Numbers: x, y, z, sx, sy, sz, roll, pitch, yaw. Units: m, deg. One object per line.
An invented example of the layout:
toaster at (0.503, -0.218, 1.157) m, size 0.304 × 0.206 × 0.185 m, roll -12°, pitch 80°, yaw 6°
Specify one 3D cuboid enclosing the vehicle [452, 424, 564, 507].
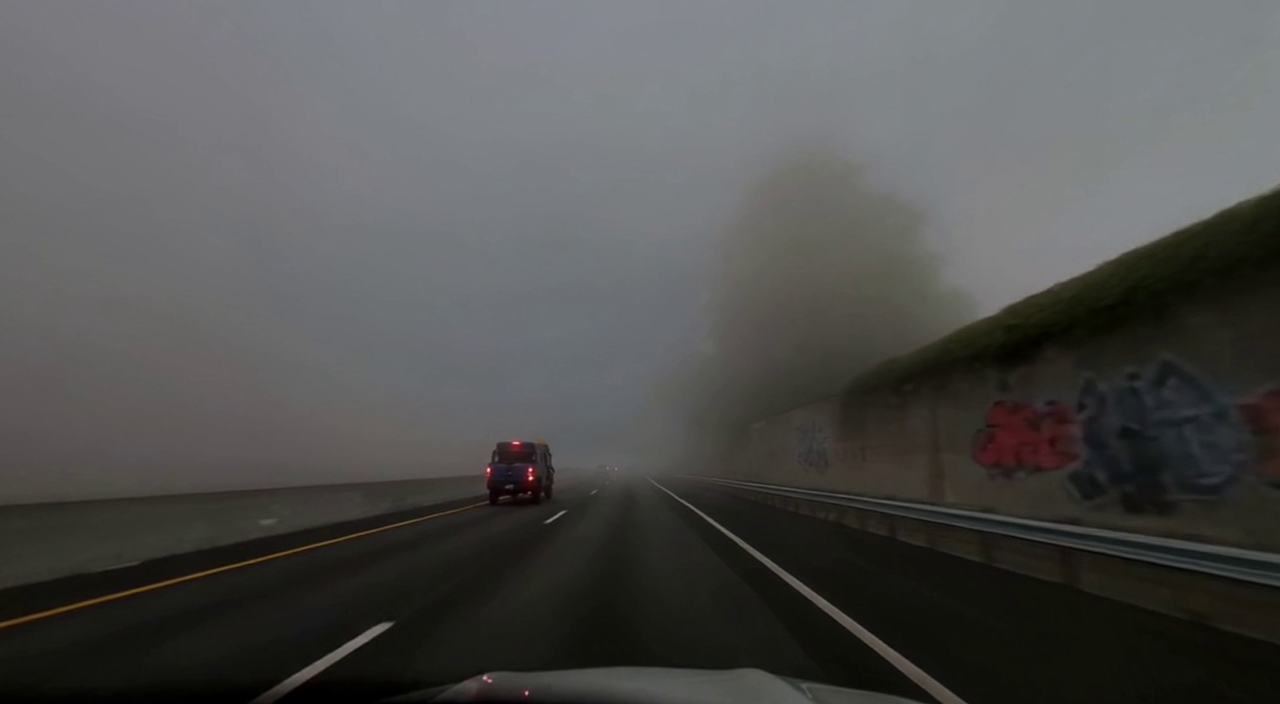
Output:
vehicle at (-4.321, 3.952, 21.965) m, size 2.597 × 2.434 × 6.020 m, roll 1°, pitch -11°, yaw 0°
